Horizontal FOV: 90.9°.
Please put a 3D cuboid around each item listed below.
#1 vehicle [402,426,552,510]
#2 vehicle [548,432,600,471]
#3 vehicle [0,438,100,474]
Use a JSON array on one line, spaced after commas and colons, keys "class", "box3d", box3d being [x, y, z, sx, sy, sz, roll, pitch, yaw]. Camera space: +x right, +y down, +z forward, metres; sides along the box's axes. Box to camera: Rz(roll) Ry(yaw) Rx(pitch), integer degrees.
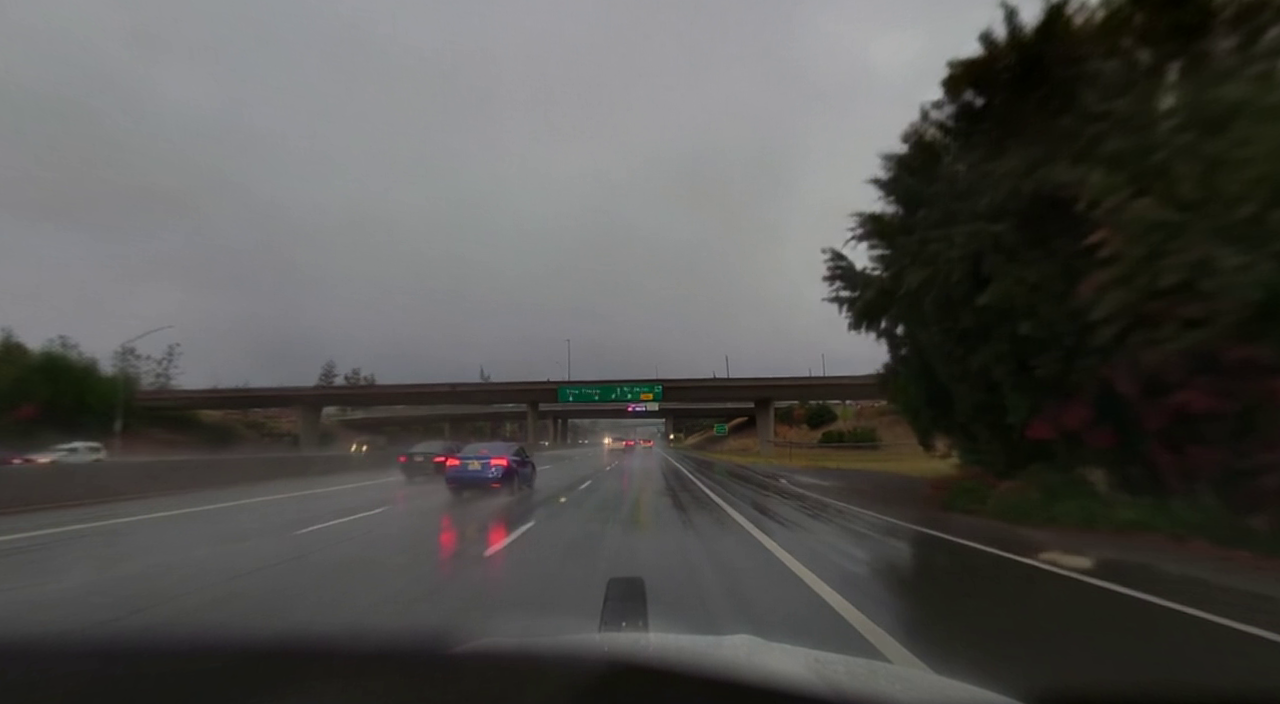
[{"class": "vehicle", "box3d": [-3.539, 2.627, 14.767, 2.210, 1.628, 4.586, 0, -8, 1]}, {"class": "vehicle", "box3d": [-3.272, 5.014, 32.040, 2.080, 1.811, 4.644, 0, -8, 1]}, {"class": "vehicle", "box3d": [-25.032, 4.372, 26.592, 1.497, 1.395, 3.408, 0, -8, -1]}]
